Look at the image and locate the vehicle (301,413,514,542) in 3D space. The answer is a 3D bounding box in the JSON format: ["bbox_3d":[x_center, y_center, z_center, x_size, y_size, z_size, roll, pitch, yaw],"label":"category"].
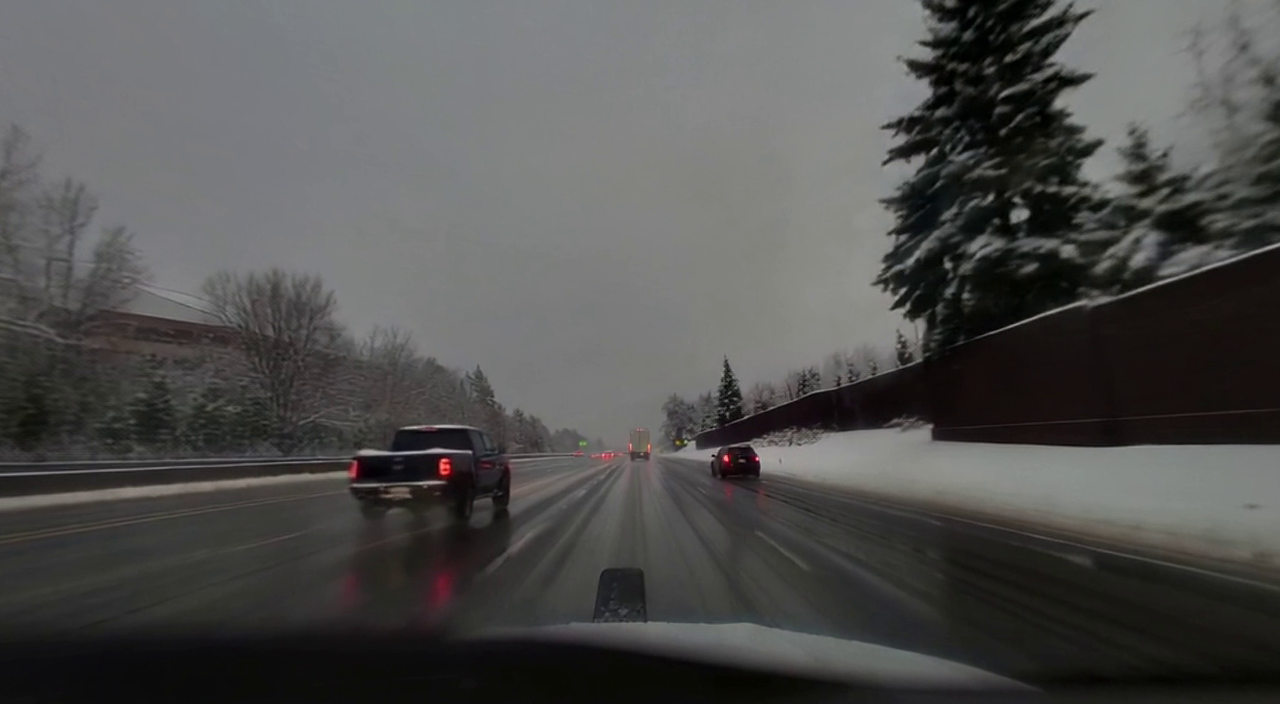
[{"bbox_3d":[-3.760,2.126,11.213,2.014,1.811,4.369,0,-9,1],"label":"vehicle"}]

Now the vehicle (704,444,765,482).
[{"bbox_3d":[4.069,4.860,27.850,1.973,1.536,4.337,0,-9,-1],"label":"vehicle"}]
